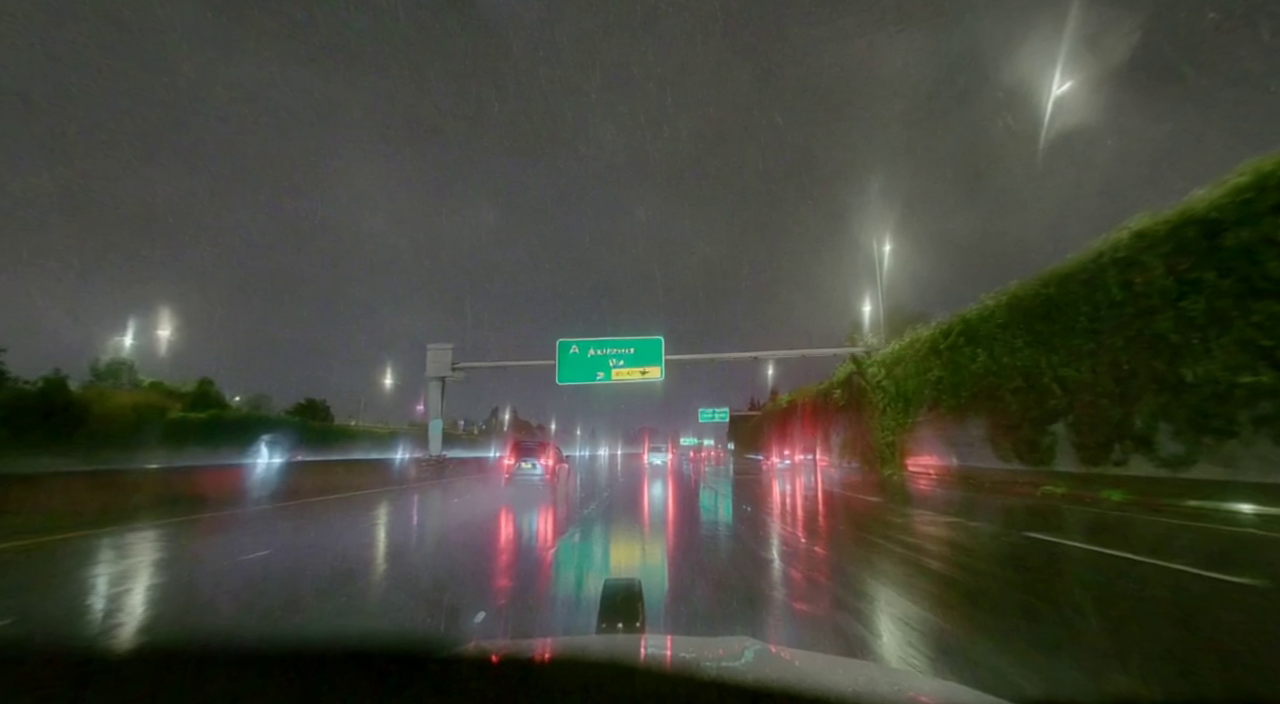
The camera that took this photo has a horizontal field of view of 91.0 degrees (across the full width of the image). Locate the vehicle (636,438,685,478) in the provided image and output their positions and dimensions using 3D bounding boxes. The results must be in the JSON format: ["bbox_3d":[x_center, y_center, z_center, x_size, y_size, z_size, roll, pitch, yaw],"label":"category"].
[{"bbox_3d":[1.022,5.378,32.066,2.270,1.862,4.949,0,-9,1],"label":"vehicle"}]

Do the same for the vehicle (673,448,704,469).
[{"bbox_3d":[3.707,8.294,49.181,2.131,1.556,4.310,0,-9,1],"label":"vehicle"}]

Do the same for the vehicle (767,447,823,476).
[{"bbox_3d":[8.346,5.938,34.316,1.936,1.480,4.373,0,-9,0],"label":"vehicle"}]

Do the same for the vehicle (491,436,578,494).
[{"bbox_3d":[-3.446,3.795,21.516,2.142,1.759,4.297,0,-9,1],"label":"vehicle"}]
